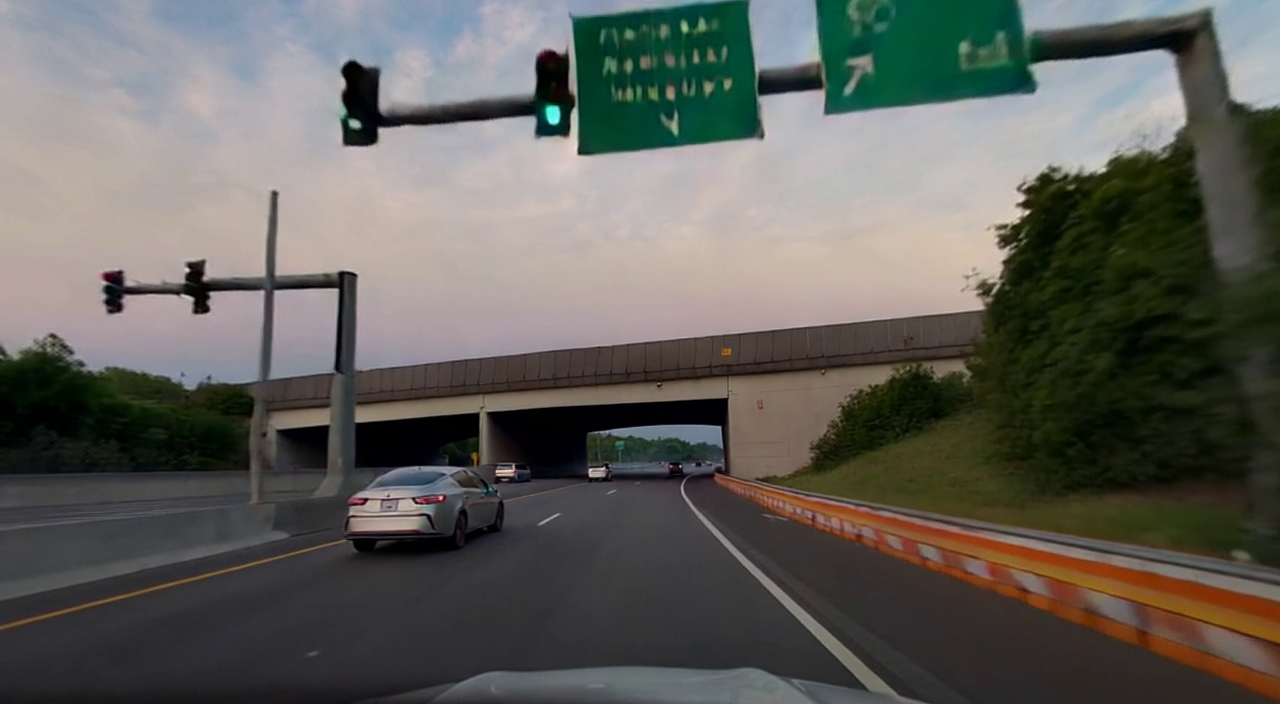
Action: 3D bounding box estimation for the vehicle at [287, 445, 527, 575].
[{"bbox_3d":[-3.072,2.186,9.287,1.992,1.466,3.690,0,-10,2],"label":"vehicle"}]
